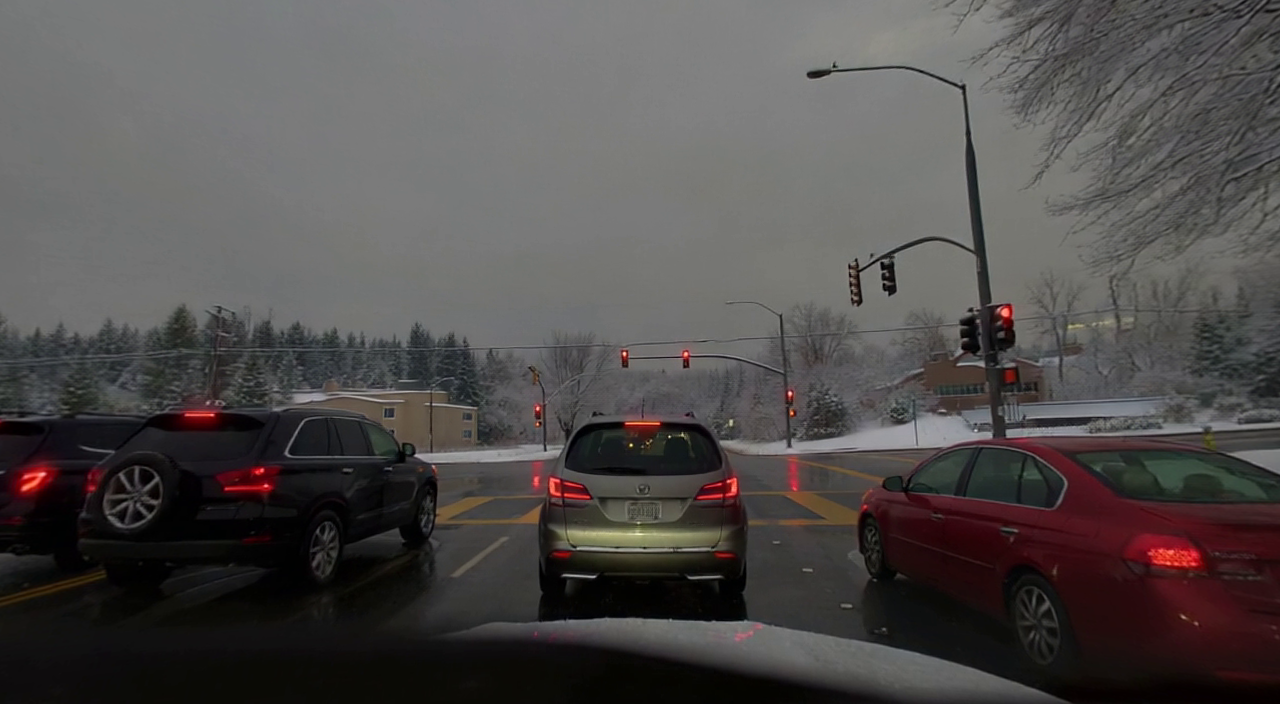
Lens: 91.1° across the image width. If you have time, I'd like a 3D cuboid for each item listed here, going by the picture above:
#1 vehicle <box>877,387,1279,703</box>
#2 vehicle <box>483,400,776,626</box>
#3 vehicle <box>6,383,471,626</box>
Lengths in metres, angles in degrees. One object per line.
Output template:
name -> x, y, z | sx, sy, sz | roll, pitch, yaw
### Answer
vehicle -> 3.593, 1.203, 4.606 | 2.010, 1.486, 4.498 | 0, -8, 1
vehicle -> -0.052, 1.399, 6.307 | 2.047, 1.579, 3.642 | 0, -8, 1
vehicle -> -3.556, 1.429, 6.855 | 2.014, 1.755, 4.360 | 0, -8, 3
